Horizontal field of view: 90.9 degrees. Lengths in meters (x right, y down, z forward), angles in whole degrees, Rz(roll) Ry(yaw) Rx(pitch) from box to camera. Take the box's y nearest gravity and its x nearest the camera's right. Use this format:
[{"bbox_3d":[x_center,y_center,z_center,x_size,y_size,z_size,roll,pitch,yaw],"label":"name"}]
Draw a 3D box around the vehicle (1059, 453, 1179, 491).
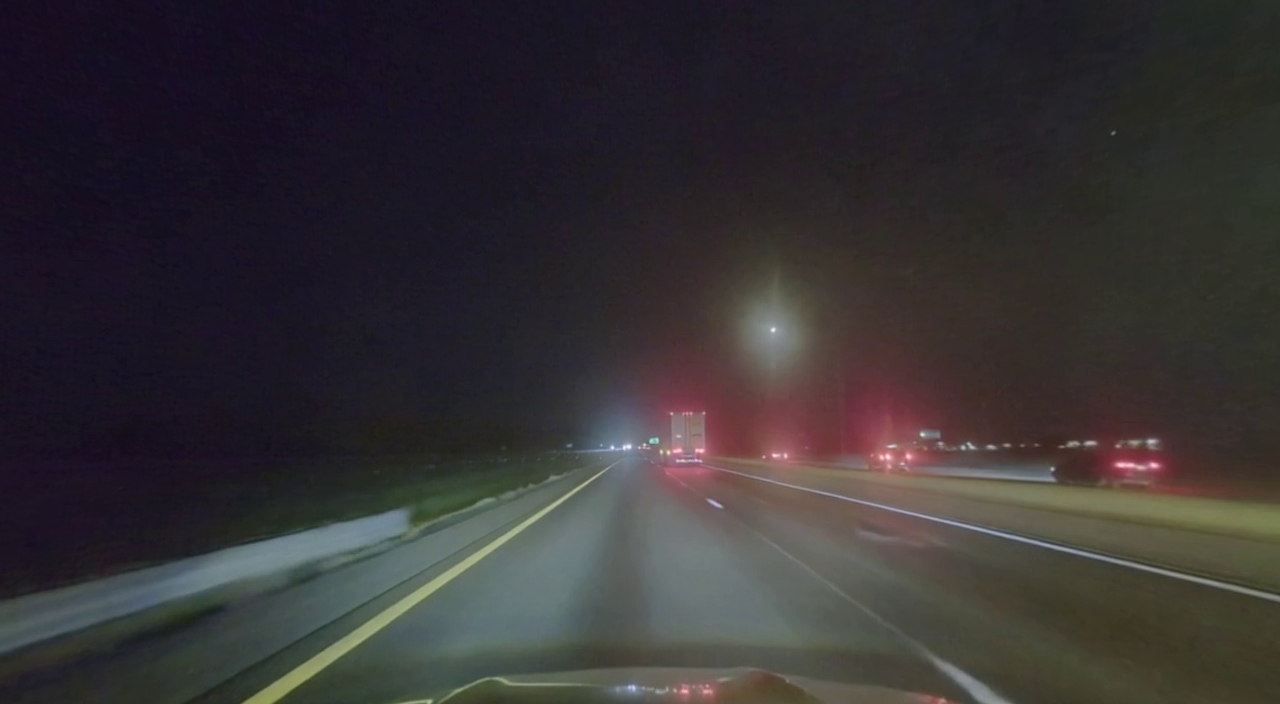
[{"bbox_3d":[20.608,5.151,27.342,1.836,1.499,3.936,1,-9,-6],"label":"vehicle"}]
